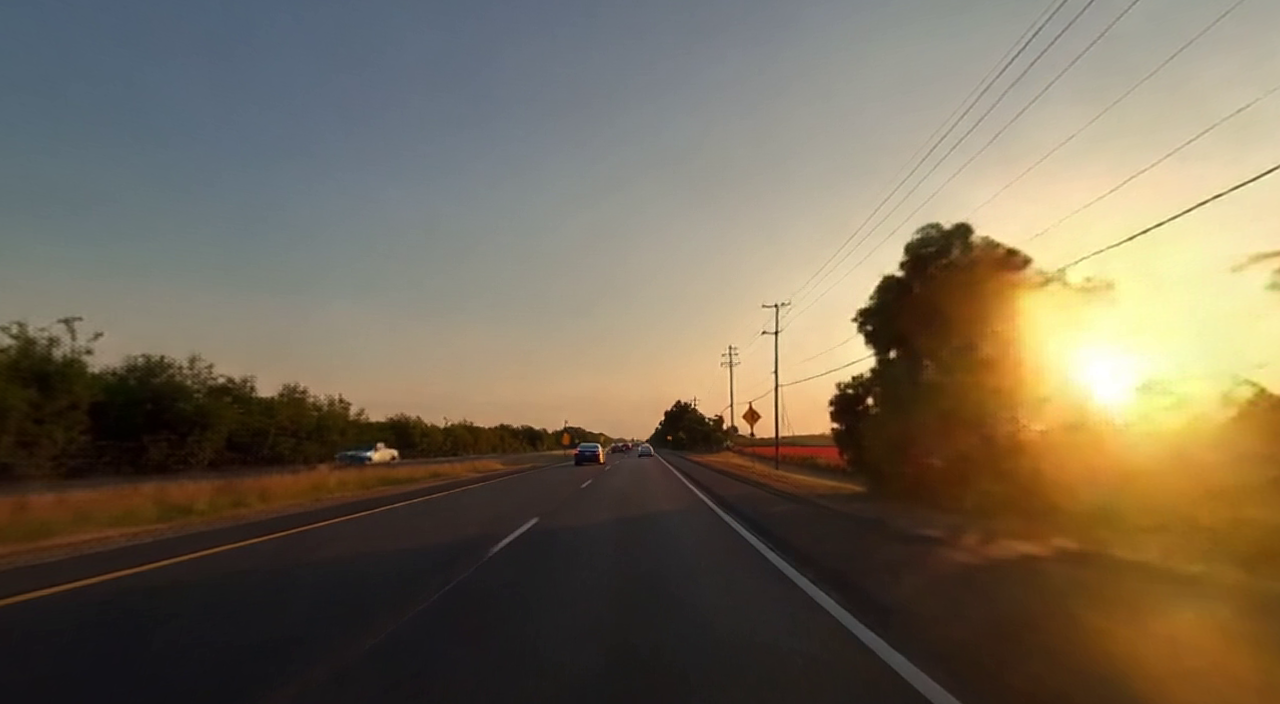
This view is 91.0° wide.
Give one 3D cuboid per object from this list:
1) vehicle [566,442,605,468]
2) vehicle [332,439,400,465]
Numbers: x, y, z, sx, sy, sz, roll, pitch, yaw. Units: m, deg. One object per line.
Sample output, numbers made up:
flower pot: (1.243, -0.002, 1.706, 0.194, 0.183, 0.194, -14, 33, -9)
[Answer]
vehicle: (-3.503, 6.747, 41.321, 2.120, 1.597, 4.810, 0, -9, 0)
vehicle: (-21.178, 7.776, 49.044, 2.445, 1.917, 6.250, 0, -9, 1)
